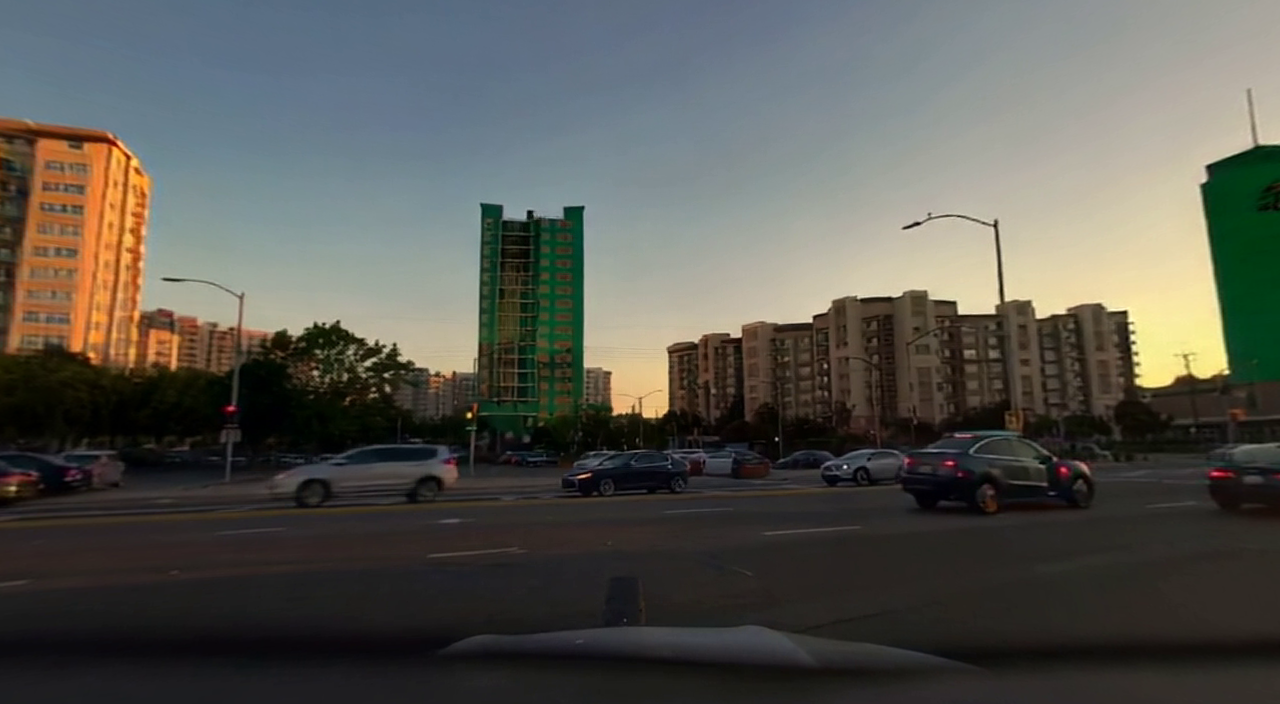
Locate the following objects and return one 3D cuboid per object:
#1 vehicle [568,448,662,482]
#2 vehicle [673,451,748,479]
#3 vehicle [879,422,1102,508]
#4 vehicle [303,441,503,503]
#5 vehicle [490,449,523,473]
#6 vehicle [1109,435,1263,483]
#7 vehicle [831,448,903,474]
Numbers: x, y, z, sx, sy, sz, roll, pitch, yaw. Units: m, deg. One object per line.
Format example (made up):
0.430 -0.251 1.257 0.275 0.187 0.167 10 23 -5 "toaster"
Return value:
-1.469 6.537 36.788 5.127 1.803 2.011 2 -9 -21 "vehicle"
4.404 6.990 39.291 4.215 1.575 1.884 3 -9 -23 "vehicle"
7.964 2.497 14.408 4.284 1.692 2.031 2 -9 -20 "vehicle"
-6.472 3.273 17.617 4.921 1.453 1.894 2 -9 -20 "vehicle"
-9.310 7.531 43.779 1.845 1.509 3.855 2 -9 -18 "vehicle"
19.165 3.703 22.140 4.795 1.465 1.882 2 -9 -21 "vehicle"
15.967 7.617 44.248 4.604 1.600 1.875 3 -9 -23 "vehicle"
